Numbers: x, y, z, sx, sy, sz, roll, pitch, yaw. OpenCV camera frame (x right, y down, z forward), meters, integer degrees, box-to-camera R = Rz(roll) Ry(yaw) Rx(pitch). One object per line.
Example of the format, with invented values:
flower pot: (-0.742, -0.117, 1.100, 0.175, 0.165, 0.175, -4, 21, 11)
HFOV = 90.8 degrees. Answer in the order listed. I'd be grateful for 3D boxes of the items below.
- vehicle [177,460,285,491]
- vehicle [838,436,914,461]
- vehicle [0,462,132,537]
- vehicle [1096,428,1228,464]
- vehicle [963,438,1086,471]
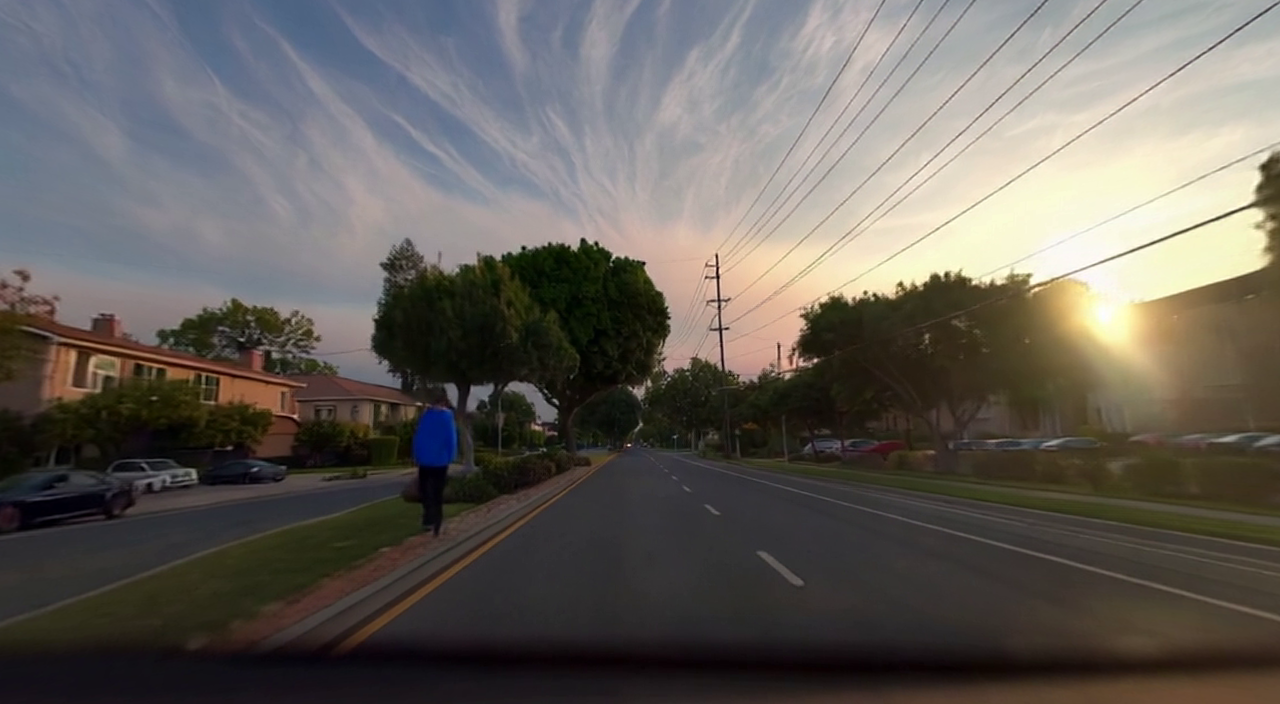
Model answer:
vehicle: (-21.863, 6.606, 33.985, 4.354, 1.450, 2.043, 0, -10, -11)
vehicle: (16.967, 6.967, 45.600, 4.560, 1.725, 2.096, 0, -8, -3)
vehicle: (-15.428, 3.684, 15.906, 2.106, 1.517, 4.632, -4, -8, -10)
vehicle: (31.280, 5.657, 38.121, 2.206, 1.971, 5.600, 3, -9, -21)
vehicle: (17.494, 4.682, 28.920, 4.246, 1.427, 2.055, 0, -8, 0)
